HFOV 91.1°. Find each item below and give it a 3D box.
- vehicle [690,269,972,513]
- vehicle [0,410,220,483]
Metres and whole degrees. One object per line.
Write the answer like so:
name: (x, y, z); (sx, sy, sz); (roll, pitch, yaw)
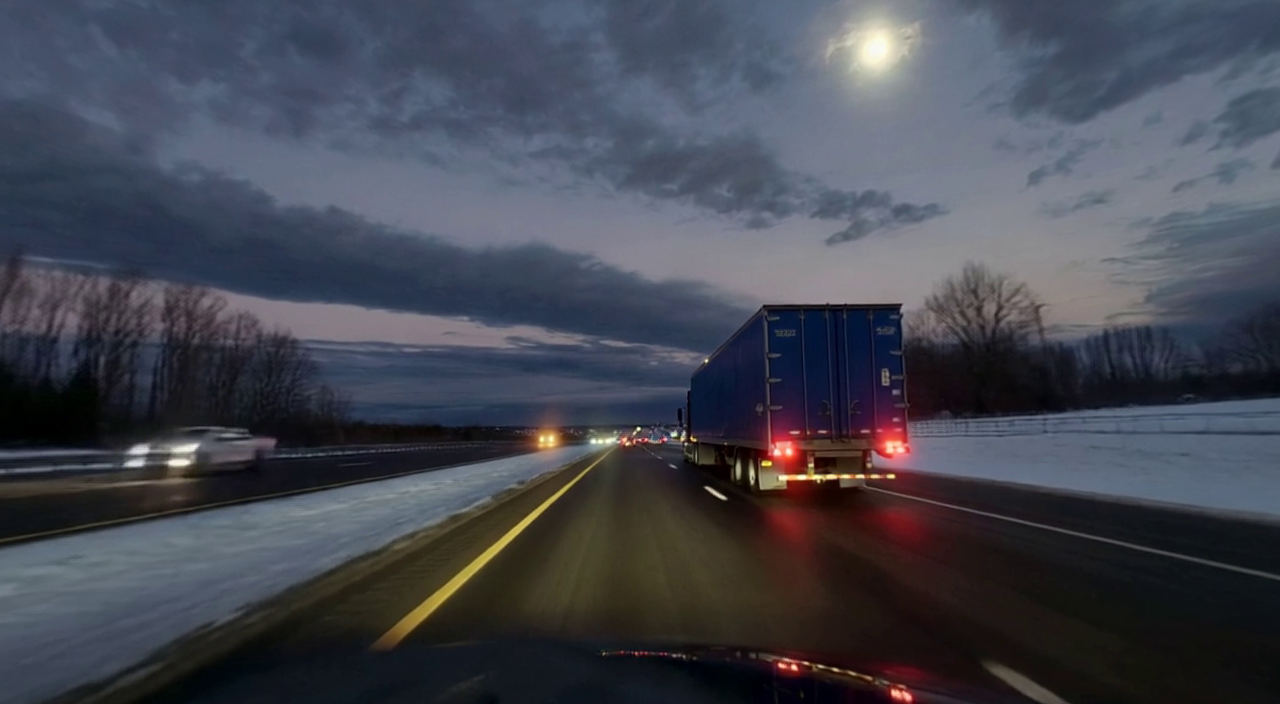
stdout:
vehicle: (3.952, 1.777, 19.459); (3.203, 4.273, 17.131); (0, -8, -1)
vehicle: (-12.809, 2.322, 15.641); (1.878, 1.556, 4.128); (0, -8, 0)
